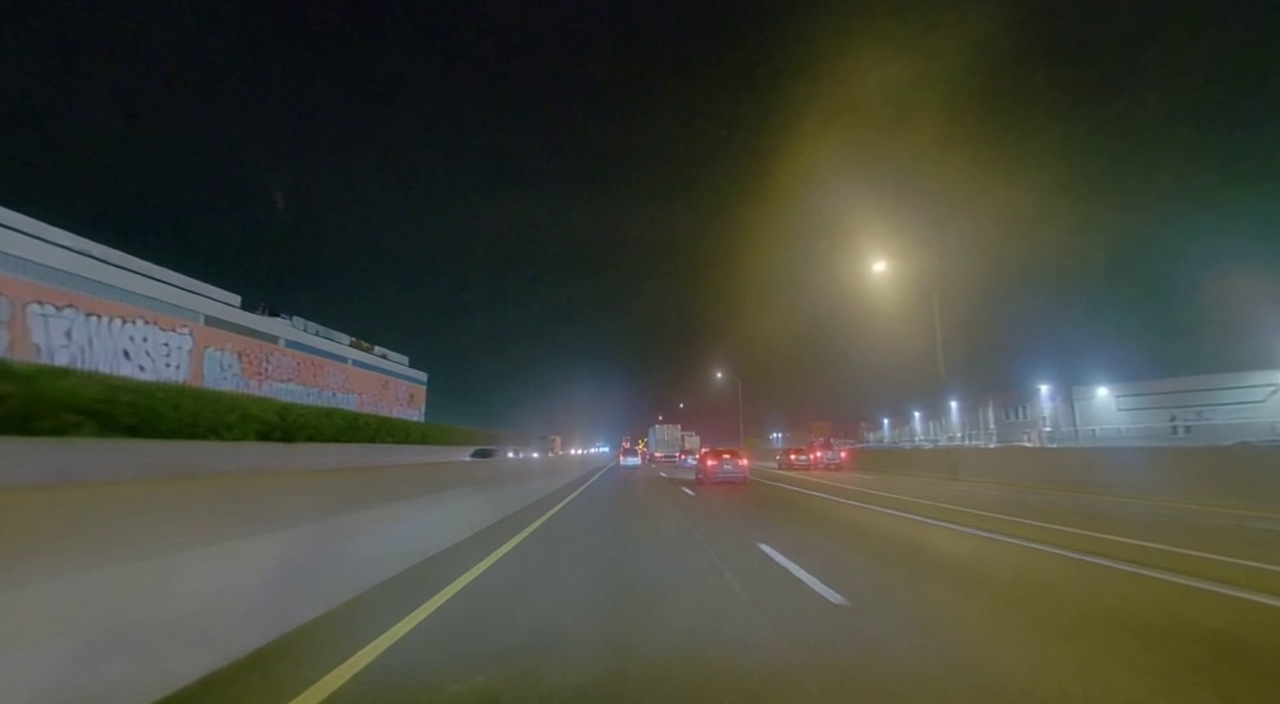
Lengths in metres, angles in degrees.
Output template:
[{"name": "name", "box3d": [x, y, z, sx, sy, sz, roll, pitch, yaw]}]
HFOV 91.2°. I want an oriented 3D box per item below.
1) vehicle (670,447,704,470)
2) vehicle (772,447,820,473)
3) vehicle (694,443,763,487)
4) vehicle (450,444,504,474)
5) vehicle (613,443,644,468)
[{"name": "vehicle", "box3d": [3.440, 7.869, 46.407, 2.085, 1.588, 4.436, 0, -9, -1]}, {"name": "vehicle", "box3d": [10.410, 7.201, 42.104, 2.107, 1.648, 4.324, 0, -9, 1]}, {"name": "vehicle", "box3d": [3.465, 4.527, 25.480, 2.045, 1.605, 4.674, 0, -9, -1]}, {"name": "vehicle", "box3d": [-8.771, 5.773, 34.111, 1.896, 1.492, 4.099, 0, -9, -1]}, {"name": "vehicle", "box3d": [-0.867, 7.729, 46.767, 2.169, 1.753, 4.151, 0, -9, -1]}]
